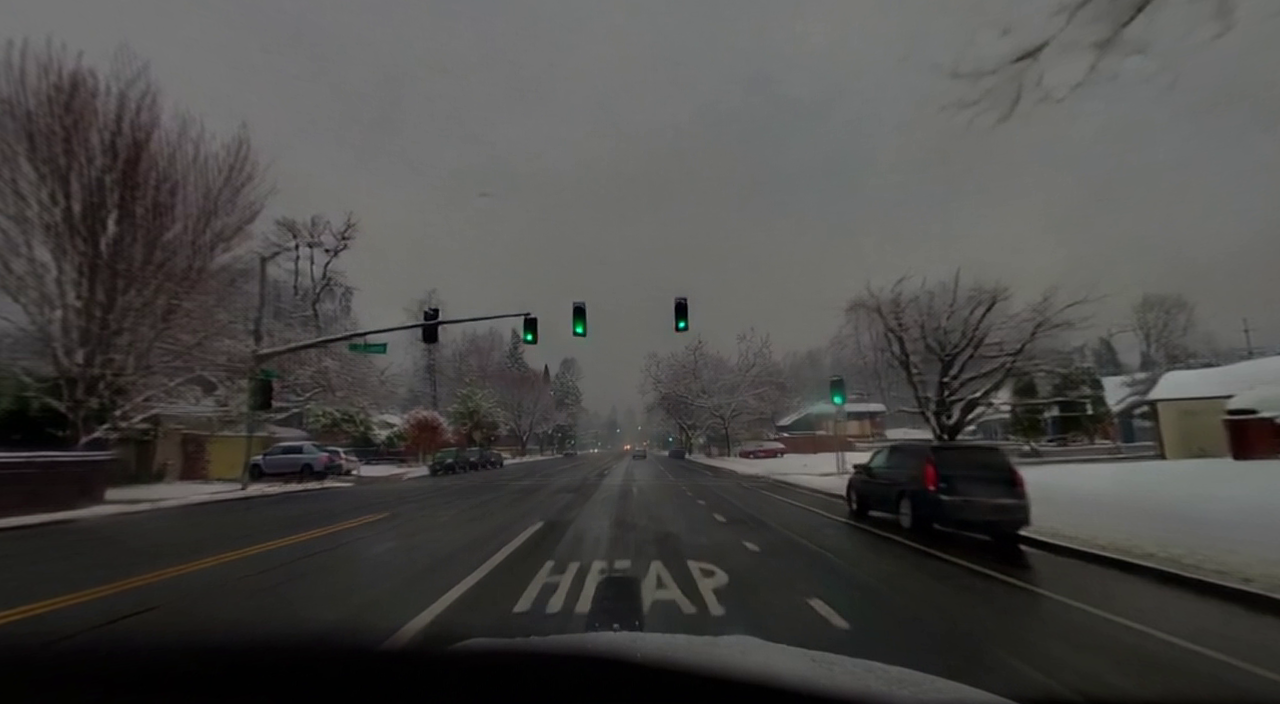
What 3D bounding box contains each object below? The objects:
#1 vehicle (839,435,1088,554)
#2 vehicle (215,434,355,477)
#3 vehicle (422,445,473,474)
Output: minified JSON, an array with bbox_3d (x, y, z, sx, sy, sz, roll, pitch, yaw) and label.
[{"bbox_3d":[5.223,2.330,11.011,1.979,1.637,4.321,0,-9,-1],"label":"vehicle"},{"bbox_3d":[-17.846,5.255,31.867,5.656,1.999,2.307,-1,-10,2],"label":"vehicle"},{"bbox_3d":[-12.121,6.806,39.857,1.932,1.673,4.314,-1,-10,-1],"label":"vehicle"}]
